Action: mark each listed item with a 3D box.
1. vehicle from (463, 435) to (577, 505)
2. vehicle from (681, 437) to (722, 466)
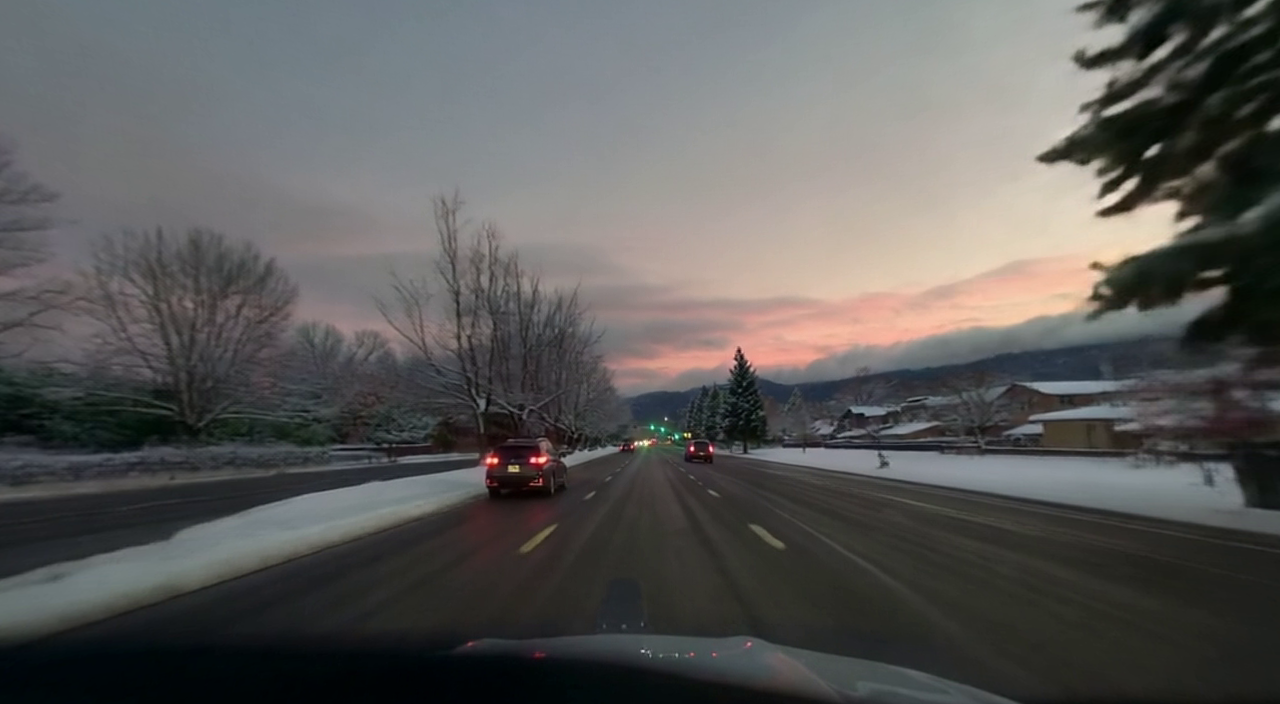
[{"bbox_3d":[-2.884,2.927,16.161,1.966,1.524,4.410,0,-8,1],"label":"vehicle"},{"bbox_3d":[3.945,6.458,41.174,2.114,1.780,4.445,0,-8,-1],"label":"vehicle"}]
